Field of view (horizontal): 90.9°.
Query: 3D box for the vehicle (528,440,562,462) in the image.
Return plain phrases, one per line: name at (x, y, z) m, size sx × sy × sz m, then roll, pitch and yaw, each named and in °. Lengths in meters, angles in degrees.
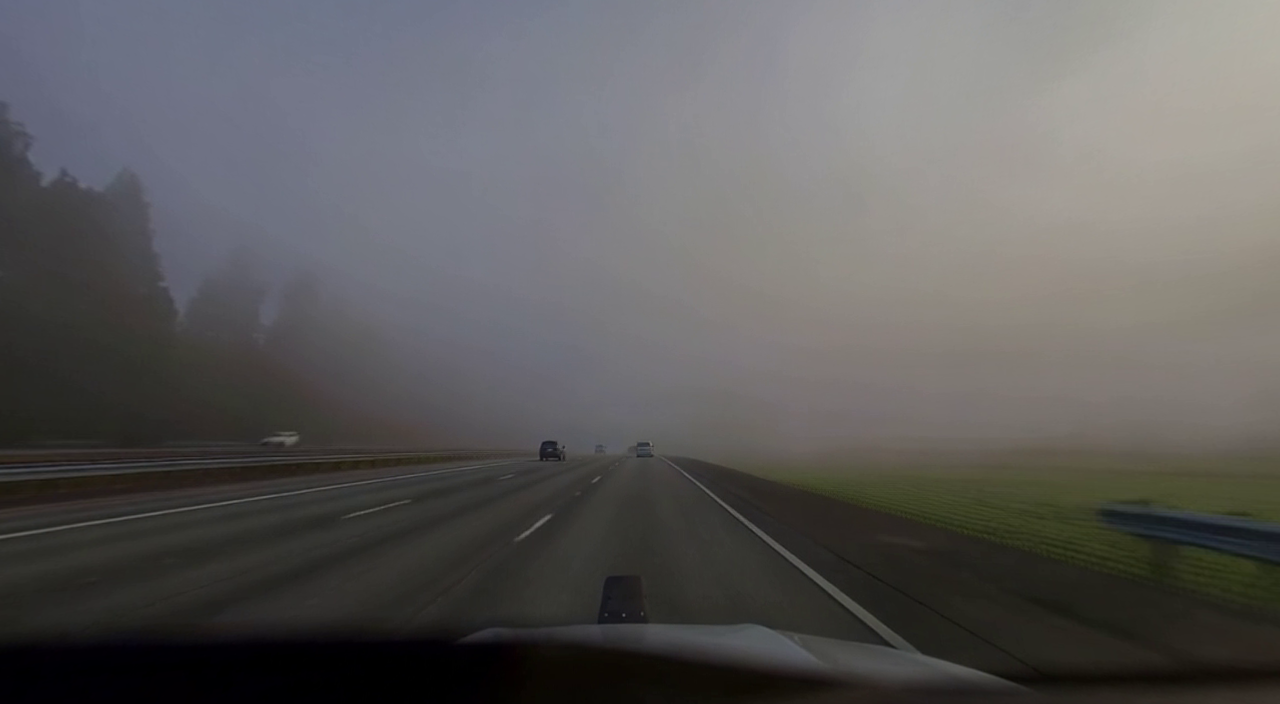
vehicle at (-7.240, 7.575, 48.468) m, size 1.972 × 1.603 × 3.891 m, roll 0°, pitch -8°, yaw 1°
